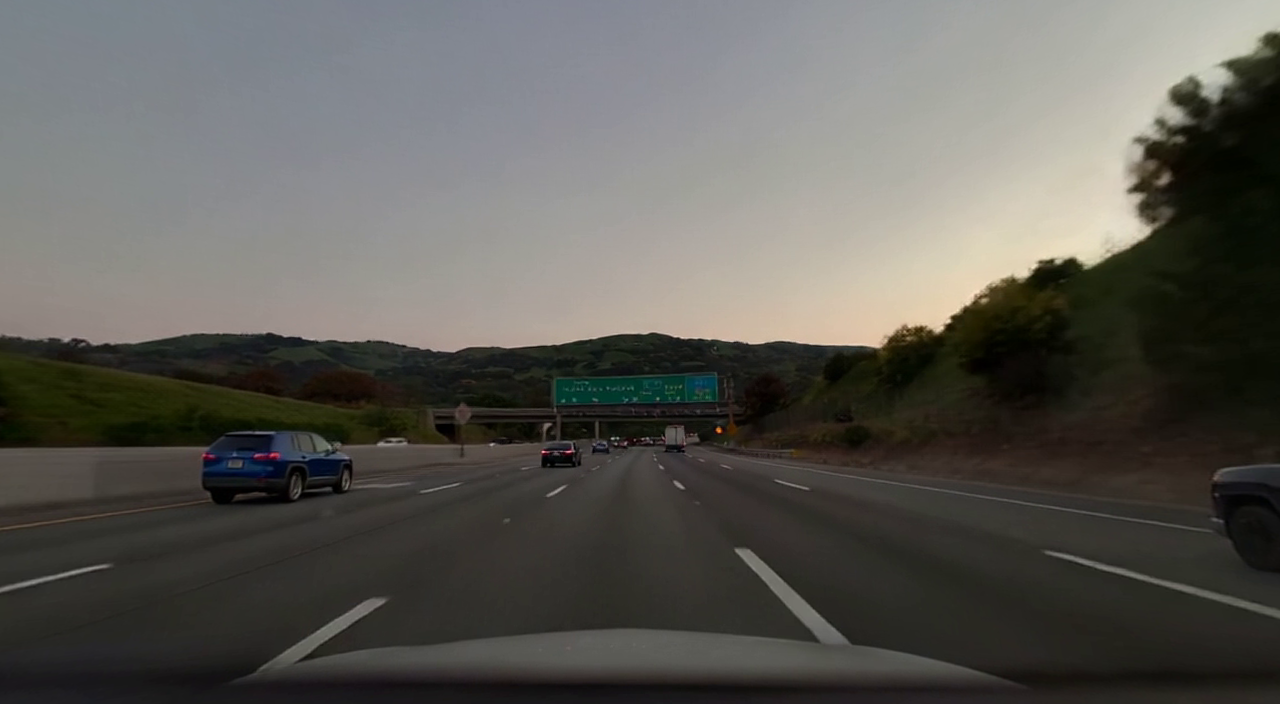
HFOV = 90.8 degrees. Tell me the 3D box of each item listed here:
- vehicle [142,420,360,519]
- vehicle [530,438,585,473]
[{"bbox_3d":[-7.681,2.340,13.081,1.860,1.694,4.173,0,-8,-1],"label":"vehicle"},{"bbox_3d":[-3.725,4.749,29.167,1.925,1.509,4.363,0,-8,0],"label":"vehicle"}]
